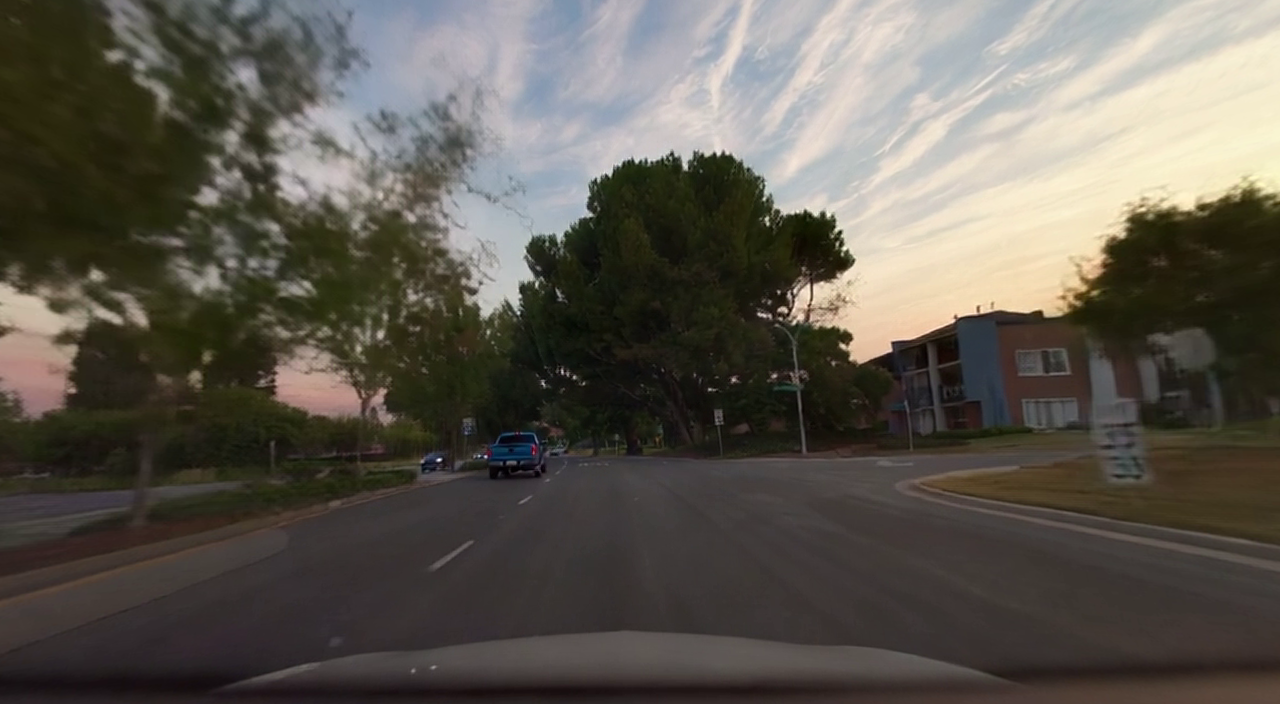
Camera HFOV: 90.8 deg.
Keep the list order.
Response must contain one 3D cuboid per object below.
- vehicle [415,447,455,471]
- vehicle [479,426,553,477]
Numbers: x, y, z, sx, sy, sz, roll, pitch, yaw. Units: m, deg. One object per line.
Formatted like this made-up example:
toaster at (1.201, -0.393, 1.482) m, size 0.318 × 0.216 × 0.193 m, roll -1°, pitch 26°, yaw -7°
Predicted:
vehicle at (-14.595, 7.621, 45.211) m, size 1.883 × 1.632 × 4.024 m, roll 1°, pitch -8°, yaw -6°
vehicle at (-4.999, 4.141, 26.513) m, size 2.267 × 1.849 × 6.402 m, roll 0°, pitch -8°, yaw -4°
